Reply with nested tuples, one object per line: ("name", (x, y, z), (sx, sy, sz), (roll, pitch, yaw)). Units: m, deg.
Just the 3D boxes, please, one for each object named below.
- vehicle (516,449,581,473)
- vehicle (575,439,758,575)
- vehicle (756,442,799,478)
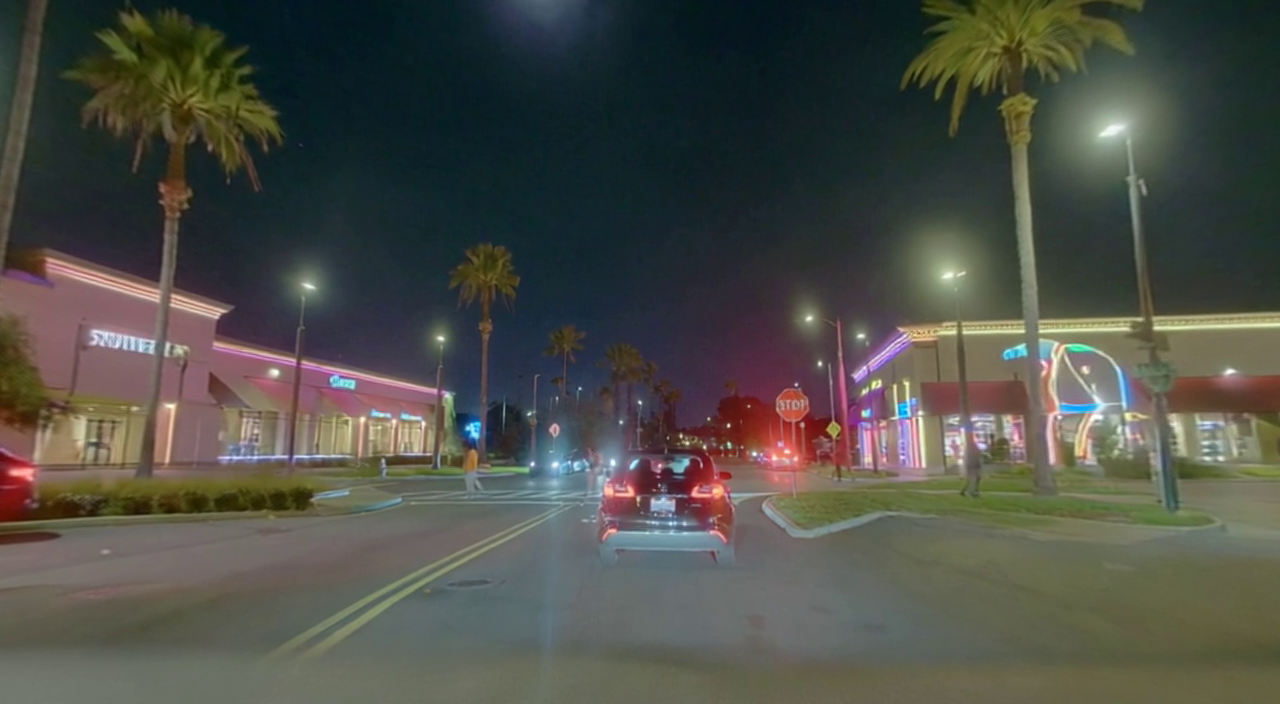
("vehicle", (-6.915, 8.231, 47.949), (4.529, 1.682, 1.895), (6, -11, -36))
("vehicle", (0.444, 2.030, 9.081), (2.031, 1.479, 3.969), (-1, -9, 5))
("vehicle", (9.418, 7.373, 43.270), (2.467, 2.369, 1.577), (5, -10, -36))
